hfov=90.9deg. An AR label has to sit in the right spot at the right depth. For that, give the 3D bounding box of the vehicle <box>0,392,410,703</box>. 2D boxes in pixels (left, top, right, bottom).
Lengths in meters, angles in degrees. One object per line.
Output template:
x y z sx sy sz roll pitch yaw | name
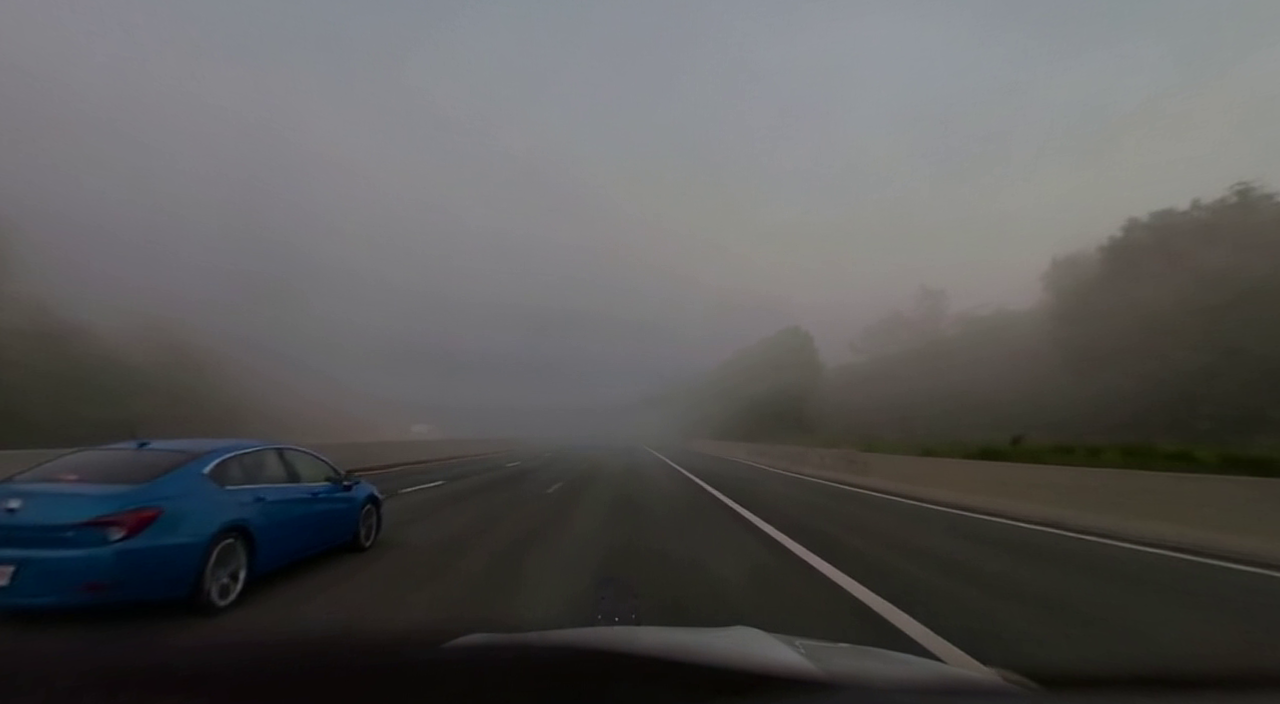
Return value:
-3.712 1.240 5.178 2.026 1.517 4.325 0 -8 -1 | vehicle
